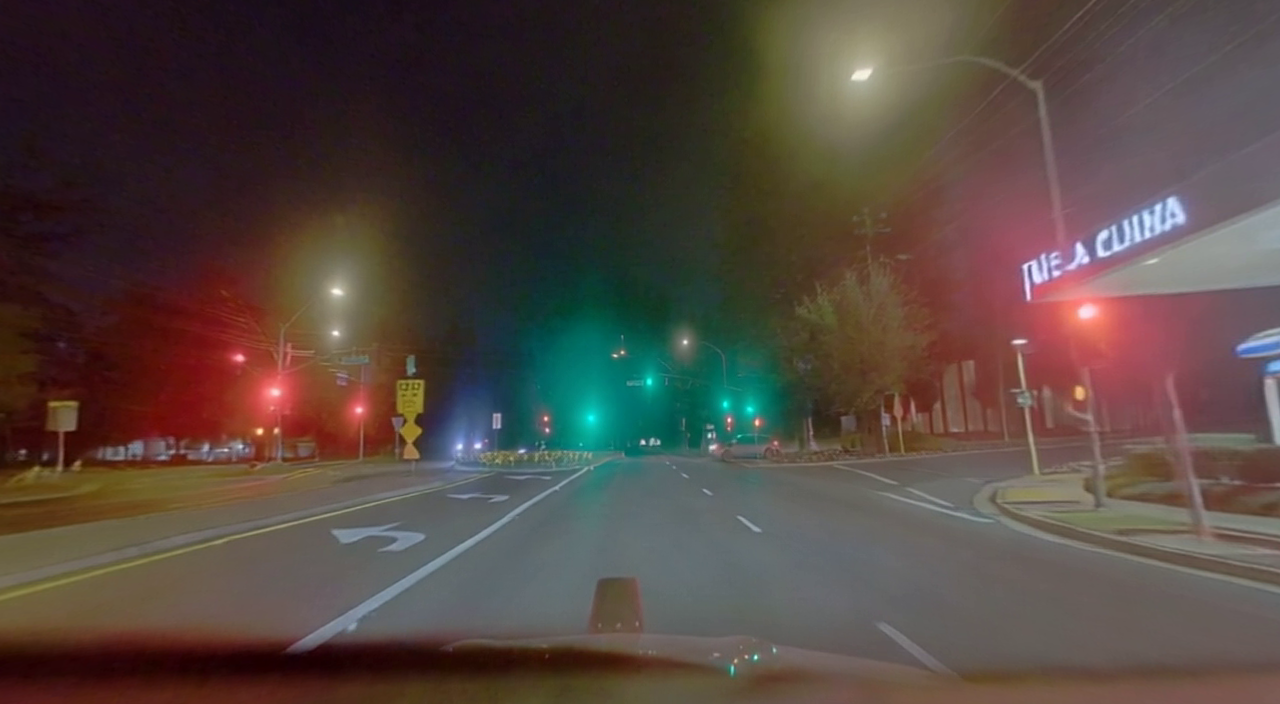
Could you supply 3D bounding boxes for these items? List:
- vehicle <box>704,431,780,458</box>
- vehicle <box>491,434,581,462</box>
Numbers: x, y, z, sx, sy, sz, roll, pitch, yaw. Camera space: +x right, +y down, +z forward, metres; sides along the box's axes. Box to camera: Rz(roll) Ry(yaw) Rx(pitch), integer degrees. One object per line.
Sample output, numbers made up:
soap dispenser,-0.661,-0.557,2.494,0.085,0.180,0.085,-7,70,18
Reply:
vehicle,6.471,5.900,40.425,4.478,1.678,1.870,0,-8,-3
vehicle,-5.904,5.453,36.123,4.709,1.501,1.895,5,-10,-32
